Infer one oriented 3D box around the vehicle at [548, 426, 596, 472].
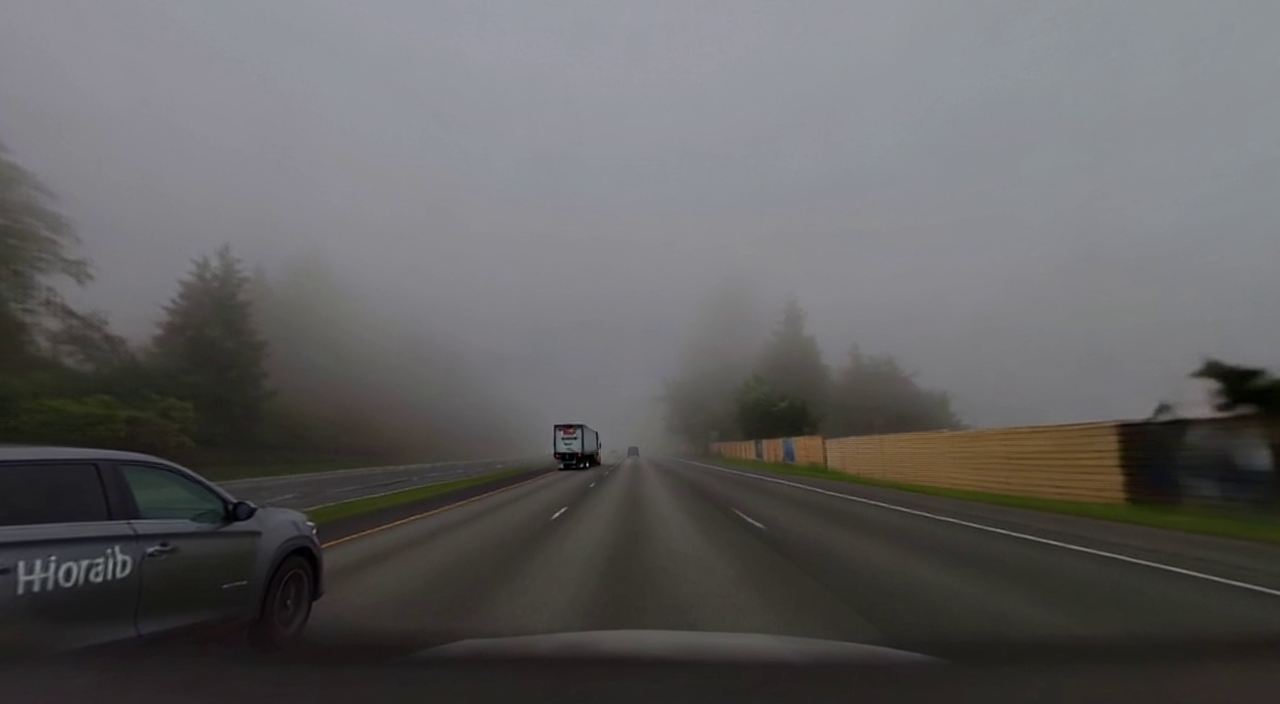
[{"bbox_3d":[-3.966,5.821,37.807,2.305,2.517,5.486,0,-9,0],"label":"vehicle"}]
